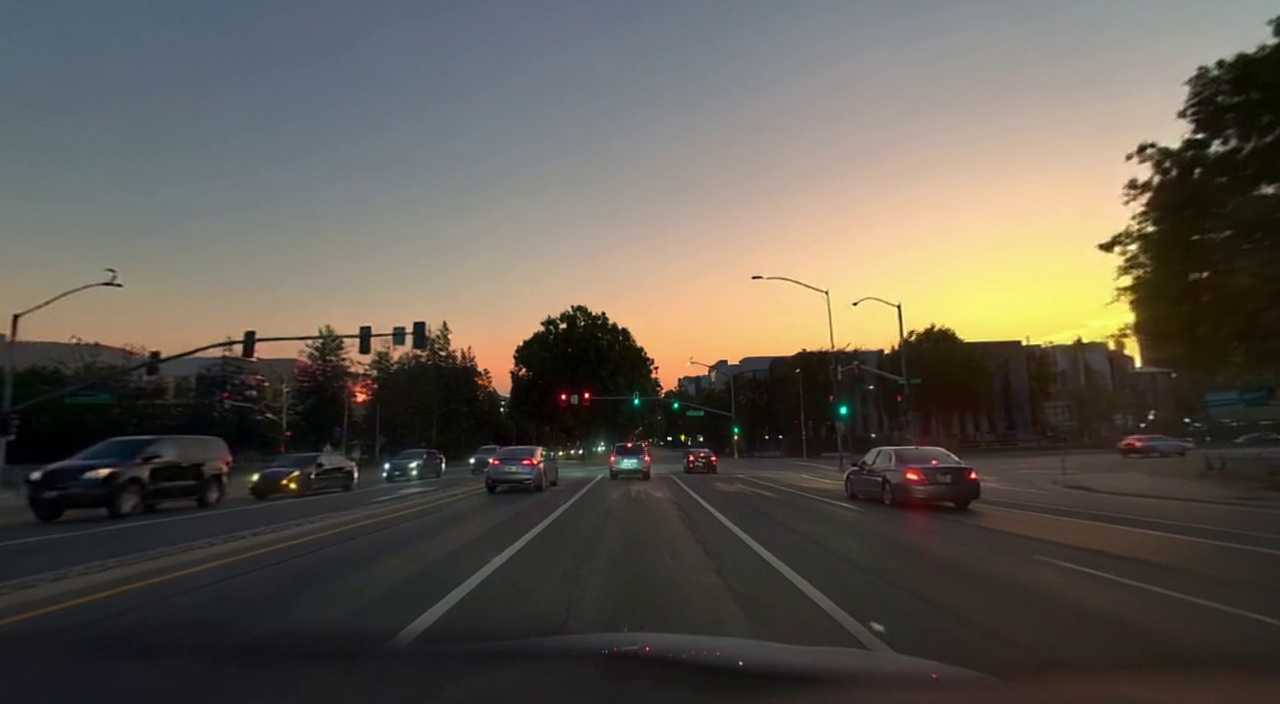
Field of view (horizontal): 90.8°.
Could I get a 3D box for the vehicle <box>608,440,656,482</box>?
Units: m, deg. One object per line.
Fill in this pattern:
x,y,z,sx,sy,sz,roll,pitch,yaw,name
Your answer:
-0.331,4.869,28.578,2.008,1.716,4.125,0,-8,0,vehicle

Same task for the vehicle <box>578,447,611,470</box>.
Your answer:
-3.093,7.308,43.678,2.002,1.502,4.057,0,-8,0,vehicle

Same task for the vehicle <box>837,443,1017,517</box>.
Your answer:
6.440,2.892,14.921,2.028,1.451,4.625,0,-8,-1,vehicle

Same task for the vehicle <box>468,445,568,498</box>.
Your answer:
-3.708,3.692,20.047,2.163,1.474,4.413,0,-8,2,vehicle

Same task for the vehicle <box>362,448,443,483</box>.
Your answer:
-10.983,5.265,29.586,2.047,1.479,4.228,0,-8,2,vehicle

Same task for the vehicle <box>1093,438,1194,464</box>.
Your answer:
29.381,5.775,36.899,4.568,1.475,2.022,2,-9,-12,vehicle

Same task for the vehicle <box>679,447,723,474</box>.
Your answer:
3.425,6.162,36.137,2.014,1.430,4.103,0,-8,-2,vehicle

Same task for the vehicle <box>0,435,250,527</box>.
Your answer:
-10.906,2.707,13.863,2.026,1.706,4.041,0,-8,1,vehicle

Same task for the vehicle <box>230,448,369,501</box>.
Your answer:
-10.739,3.852,20.377,1.924,1.479,4.508,0,-8,0,vehicle
